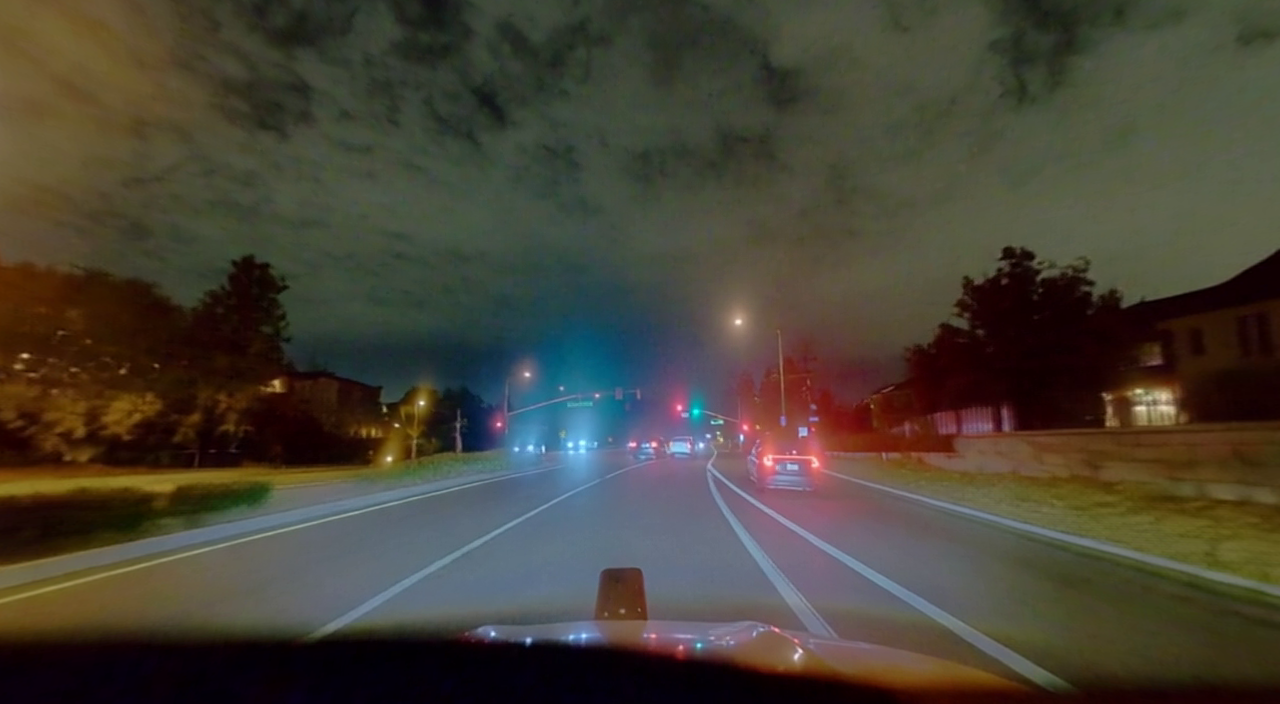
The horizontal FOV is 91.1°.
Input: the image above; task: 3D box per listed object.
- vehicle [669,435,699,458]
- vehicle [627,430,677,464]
[{"bbox_3d":[3.362,7.139,47.325,2.024,1.655,4.301,-1,-9,6],"label":"vehicle"},{"bbox_3d":[0.738,5.446,36.093,2.152,1.822,4.391,-2,-9,11],"label":"vehicle"}]
